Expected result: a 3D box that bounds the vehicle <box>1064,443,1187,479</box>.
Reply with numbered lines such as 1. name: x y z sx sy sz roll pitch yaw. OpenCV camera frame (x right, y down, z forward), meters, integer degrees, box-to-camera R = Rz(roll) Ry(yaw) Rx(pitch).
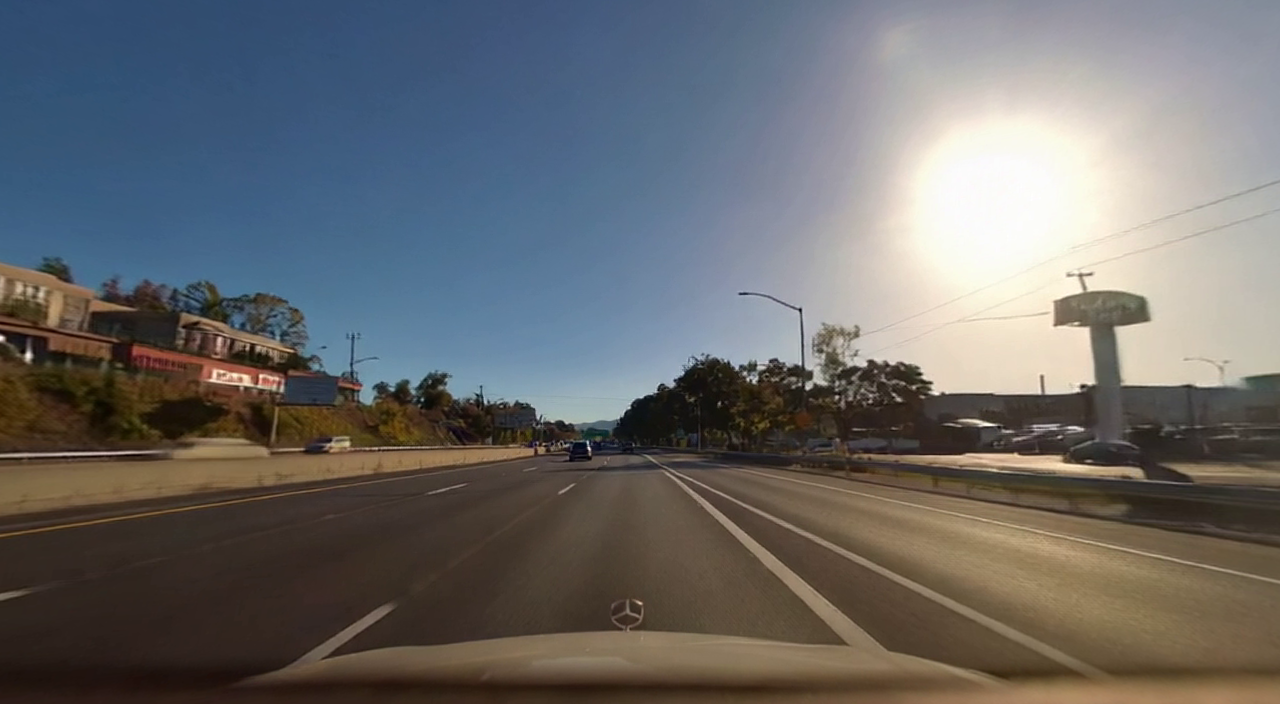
1. vehicle: 26.081 5.844 34.218 1.972 1.749 5.464 1 -8 -6
